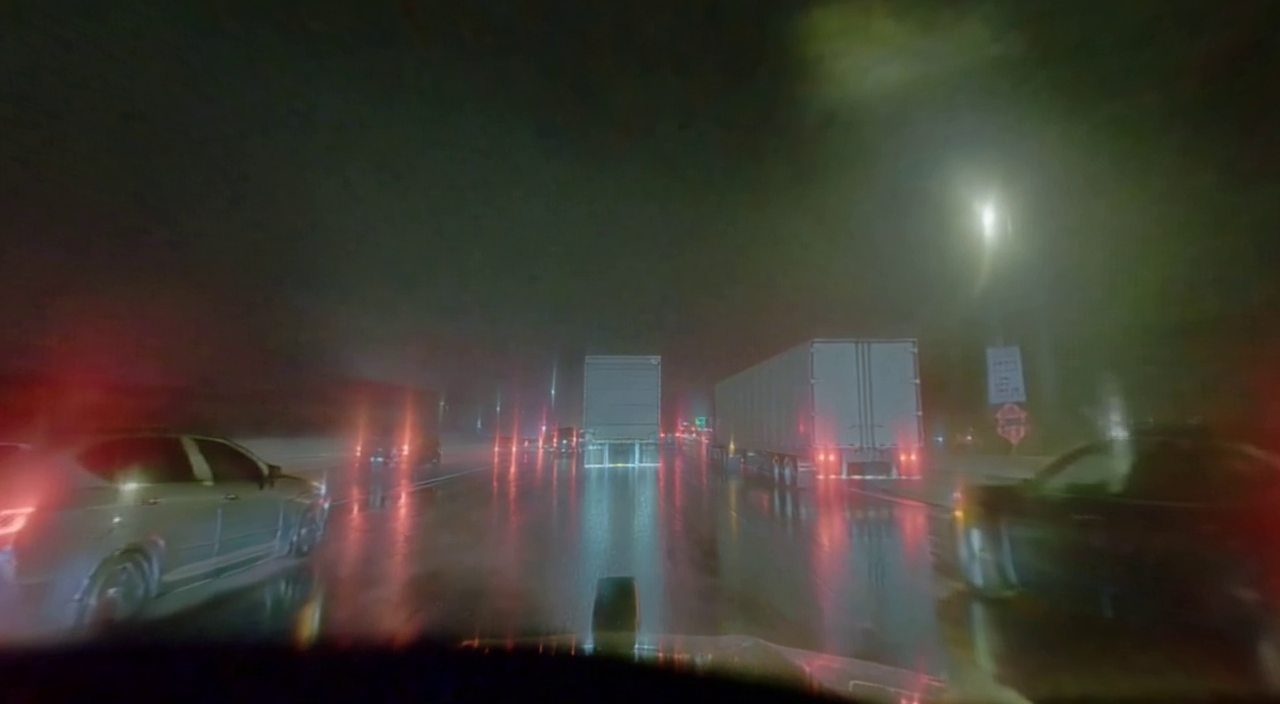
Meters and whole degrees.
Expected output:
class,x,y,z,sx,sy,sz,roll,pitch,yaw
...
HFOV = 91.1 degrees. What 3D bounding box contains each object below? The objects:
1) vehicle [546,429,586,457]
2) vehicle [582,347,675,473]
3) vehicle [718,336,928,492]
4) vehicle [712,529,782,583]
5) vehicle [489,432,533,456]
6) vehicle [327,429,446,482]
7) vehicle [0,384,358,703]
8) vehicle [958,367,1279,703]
class,x,y,z,sx,sy,sz,roll,pitch,yaw
vehicle,-4.540,5.624,39.066,1.986,1.612,4.155,0,-8,0
vehicle,-0.495,2.486,25.080,2.938,4.033,9.980,0,-8,-2
vehicle,5.501,2.502,22.967,2.863,3.936,14.058,0,-8,-3
vehicle,5.092,9.834,30.462,2.835,2.000,2.696,0,-7,-2
vehicle,-8.603,6.168,42.246,2.019,1.471,4.347,0,-8,0
vehicle,-7.805,3.203,19.882,1.909,1.479,4.425,0,-8,0
vehicle,-3.868,1.129,4.557,1.882,1.493,3.828,0,-8,-1
vehicle,3.387,0.844,2.563,1.976,1.513,4.065,0,-8,-1
